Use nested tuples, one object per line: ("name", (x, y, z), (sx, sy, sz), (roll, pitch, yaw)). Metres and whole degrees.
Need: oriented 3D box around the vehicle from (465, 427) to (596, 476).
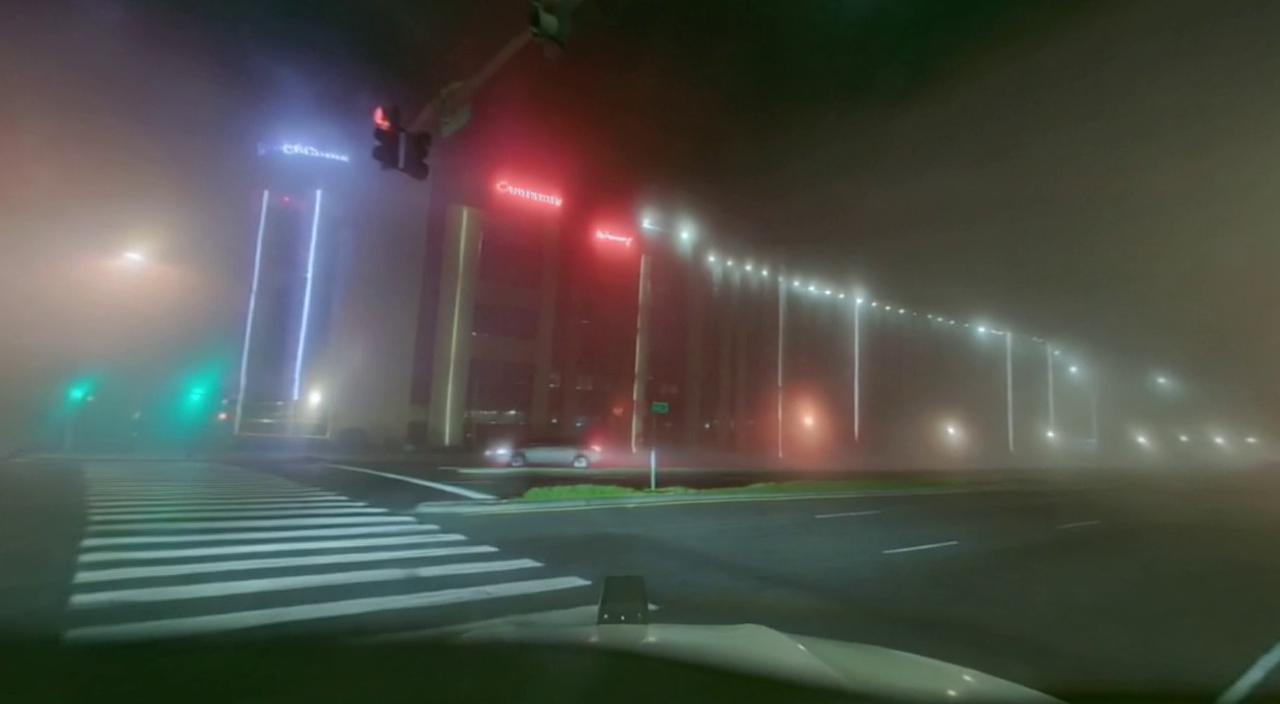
("vehicle", (-4.282, 3.960, 25.036), (4.713, 1.775, 2.030), (7, -11, -37))
